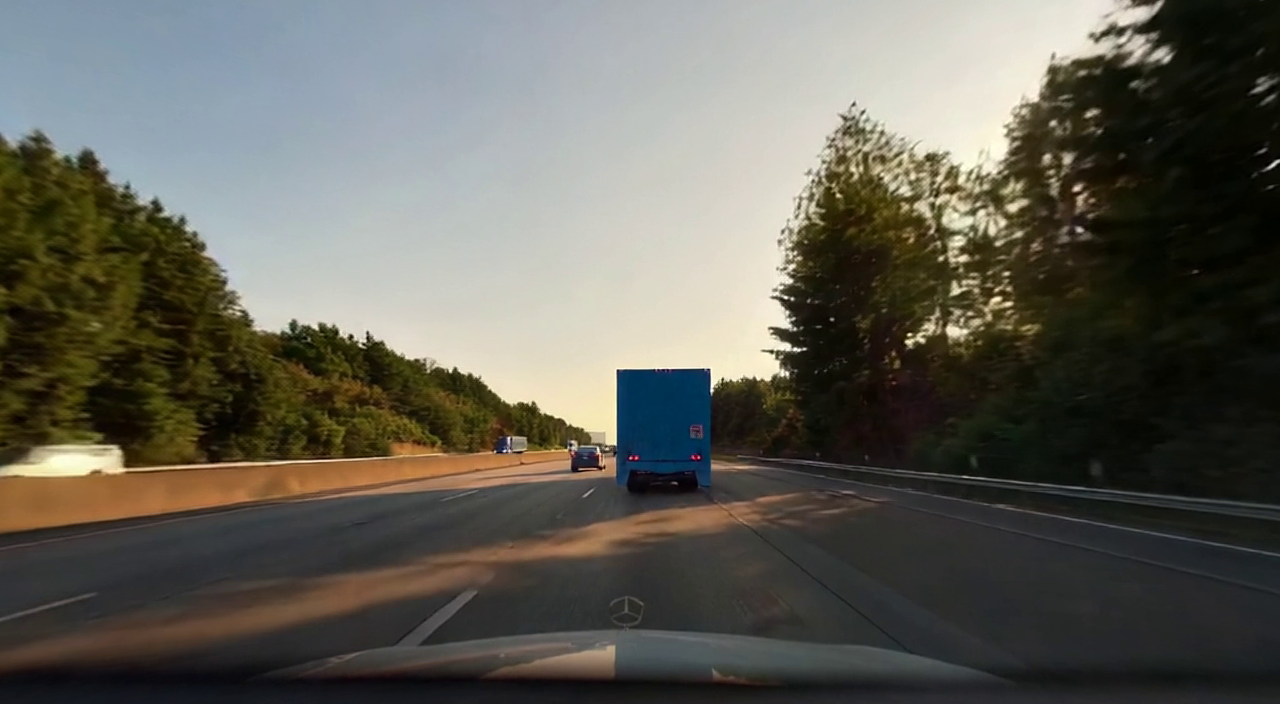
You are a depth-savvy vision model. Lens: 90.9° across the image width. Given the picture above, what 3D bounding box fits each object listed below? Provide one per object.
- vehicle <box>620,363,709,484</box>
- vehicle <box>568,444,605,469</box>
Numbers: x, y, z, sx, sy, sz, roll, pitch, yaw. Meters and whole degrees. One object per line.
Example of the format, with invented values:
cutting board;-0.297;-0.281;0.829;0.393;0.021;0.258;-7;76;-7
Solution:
vehicle;0.770;3.075;25.795;2.898;3.973;10.063;0;-9;0
vehicle;-3.286;6.514;39.480;1.985;1.482;3.923;0;-9;0
